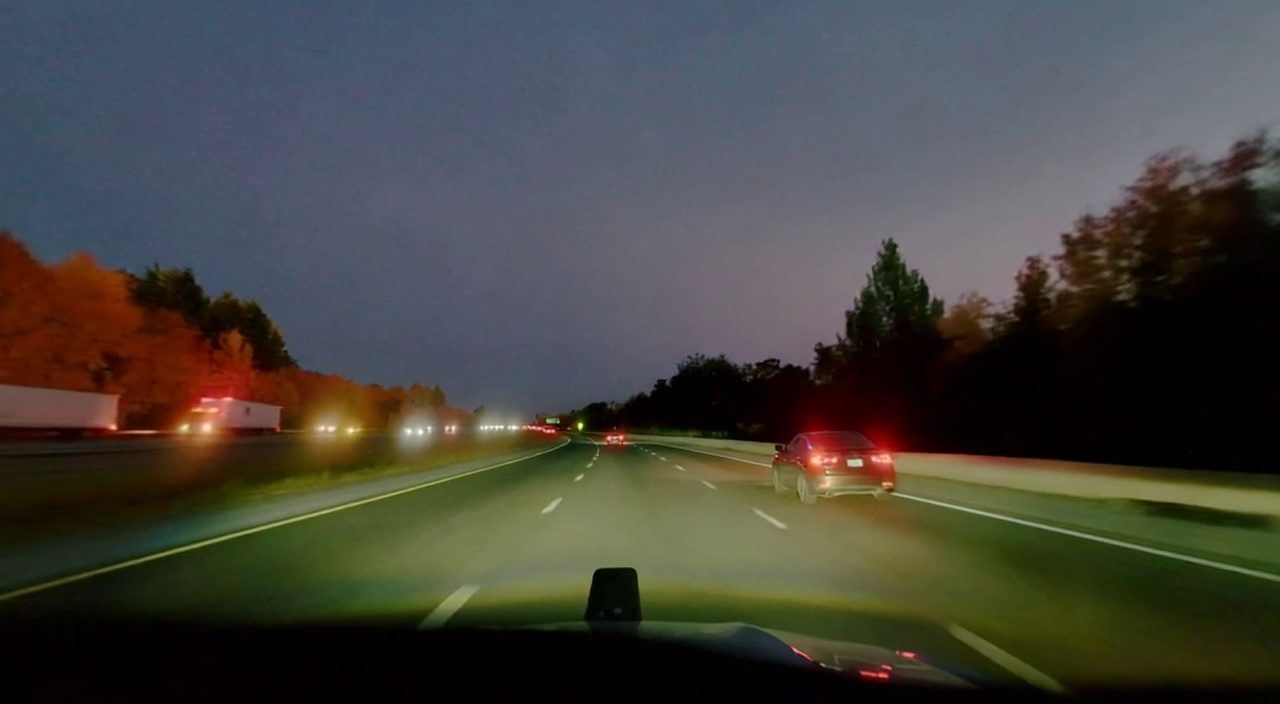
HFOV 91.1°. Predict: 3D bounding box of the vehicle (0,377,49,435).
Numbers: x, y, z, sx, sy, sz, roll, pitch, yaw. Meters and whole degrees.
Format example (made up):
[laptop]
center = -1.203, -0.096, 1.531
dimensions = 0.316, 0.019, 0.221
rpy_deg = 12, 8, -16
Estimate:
[vehicle]
center = -47.311, 4.204, 46.929
dimensions = 10.856, 3.901, 3.560
rpy_deg = -7, -10, 43
